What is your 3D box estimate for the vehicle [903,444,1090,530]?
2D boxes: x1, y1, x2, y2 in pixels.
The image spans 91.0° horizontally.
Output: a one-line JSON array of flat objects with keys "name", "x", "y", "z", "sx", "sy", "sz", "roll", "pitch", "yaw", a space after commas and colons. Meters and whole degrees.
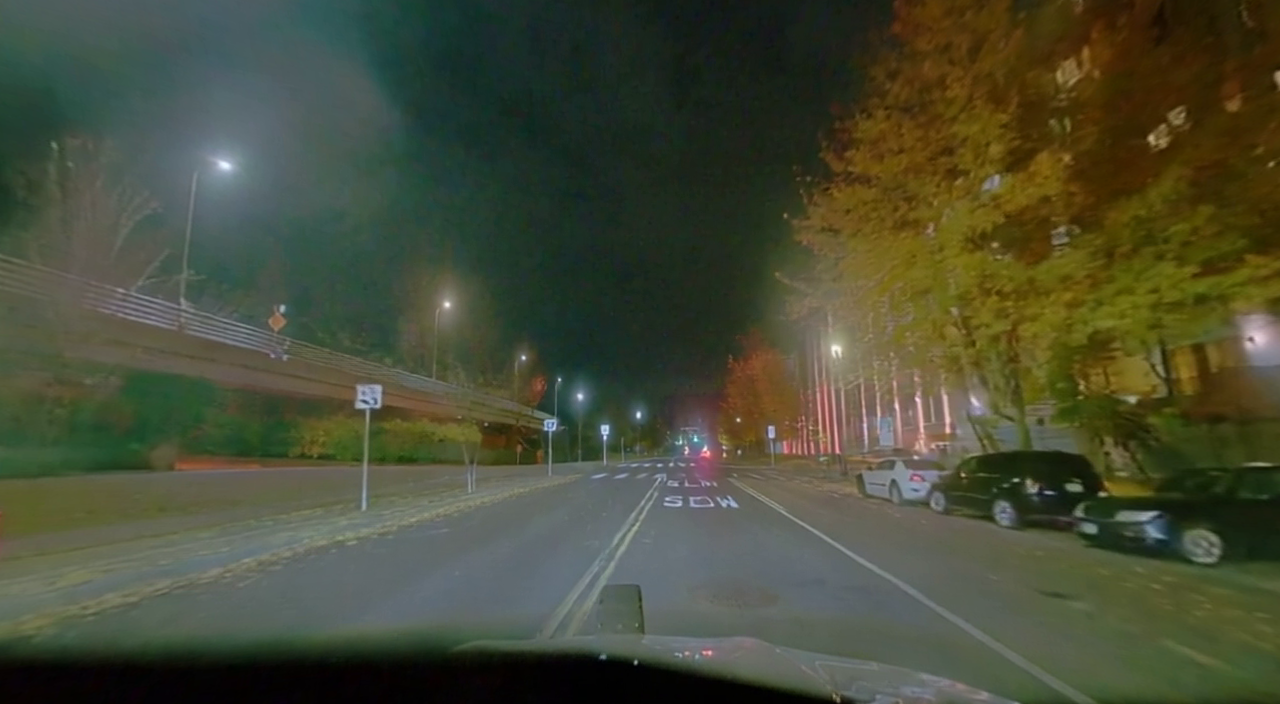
[{"name": "vehicle", "x": 7.919, "y": 2.979, "z": 14.610, "sx": 1.954, "sy": 1.657, "sz": 4.522, "roll": -1, "pitch": -9, "yaw": 4}]

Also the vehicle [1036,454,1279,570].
[{"name": "vehicle", "x": 9.285, "y": 2.382, "z": 9.772, "sx": 4.775, "sy": 1.542, "sz": 2.145, "roll": 0, "pitch": -9, "yaw": 3}]
